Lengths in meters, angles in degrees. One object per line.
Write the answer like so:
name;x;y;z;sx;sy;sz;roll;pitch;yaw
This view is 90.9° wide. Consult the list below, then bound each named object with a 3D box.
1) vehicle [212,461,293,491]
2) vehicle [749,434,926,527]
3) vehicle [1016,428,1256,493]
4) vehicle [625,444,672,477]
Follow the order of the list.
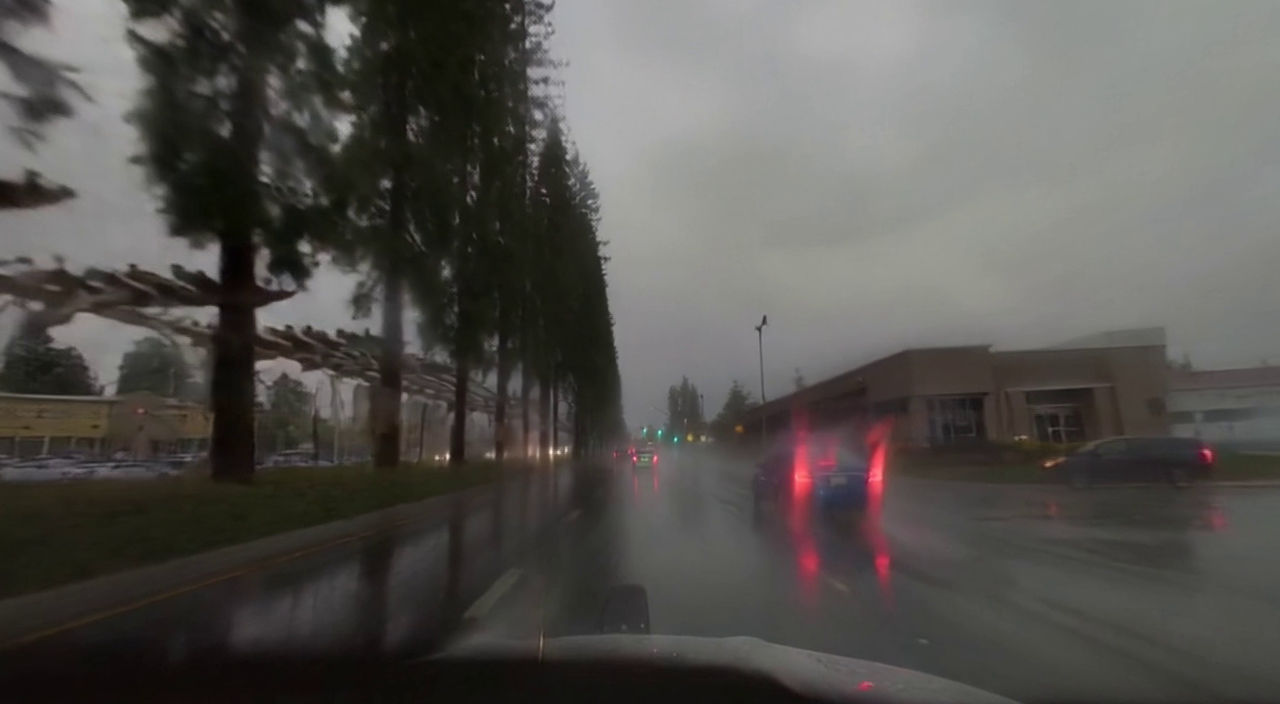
vehicle;-21.130;6.759;34.598;1.708;1.455;4.281;0;-9;0
vehicle;3.597;2.418;12.464;2.067;1.497;4.327;0;-9;0
vehicle;13.857;3.076;18.005;4.718;1.686;2.272;-2;-9;12
vehicle;0.400;5.286;30.933;2.144;1.505;4.128;0;-9;0
